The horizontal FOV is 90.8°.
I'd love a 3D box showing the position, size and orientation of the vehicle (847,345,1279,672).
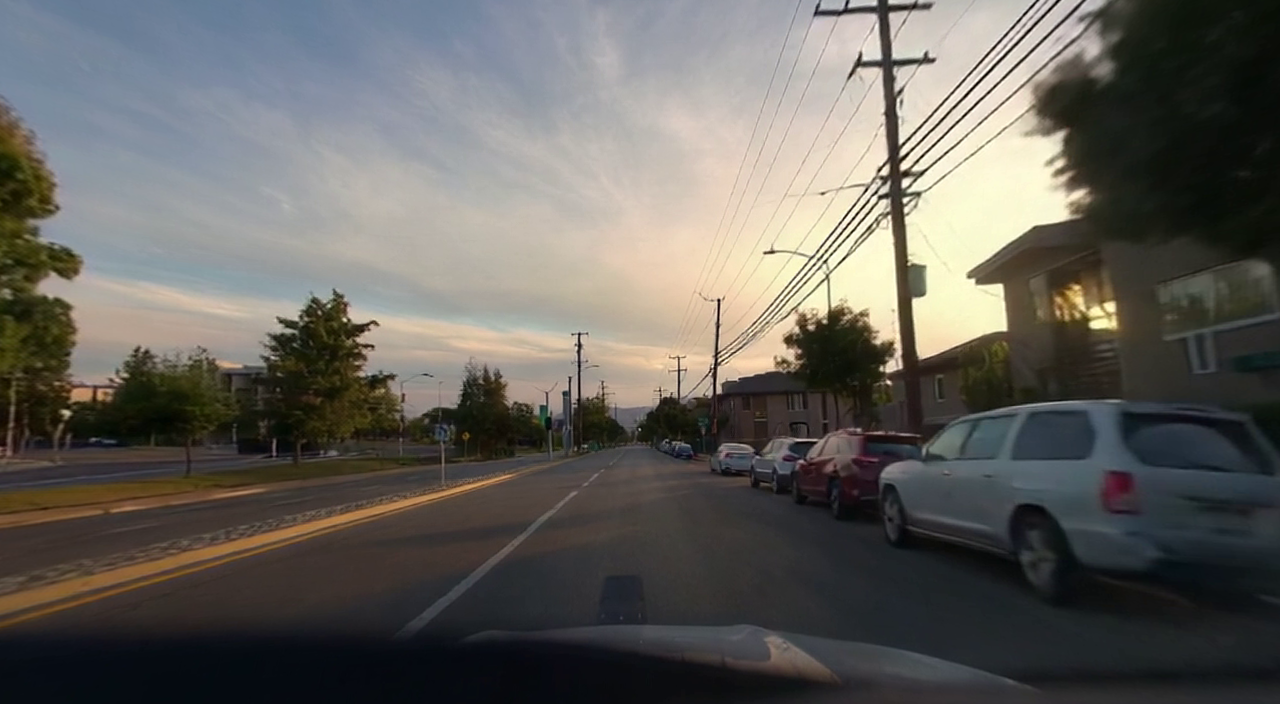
[{"bbox_3d":[4.016,1.279,6.319,2.056,1.941,4.955,0,-8,-2],"label":"vehicle"}]
